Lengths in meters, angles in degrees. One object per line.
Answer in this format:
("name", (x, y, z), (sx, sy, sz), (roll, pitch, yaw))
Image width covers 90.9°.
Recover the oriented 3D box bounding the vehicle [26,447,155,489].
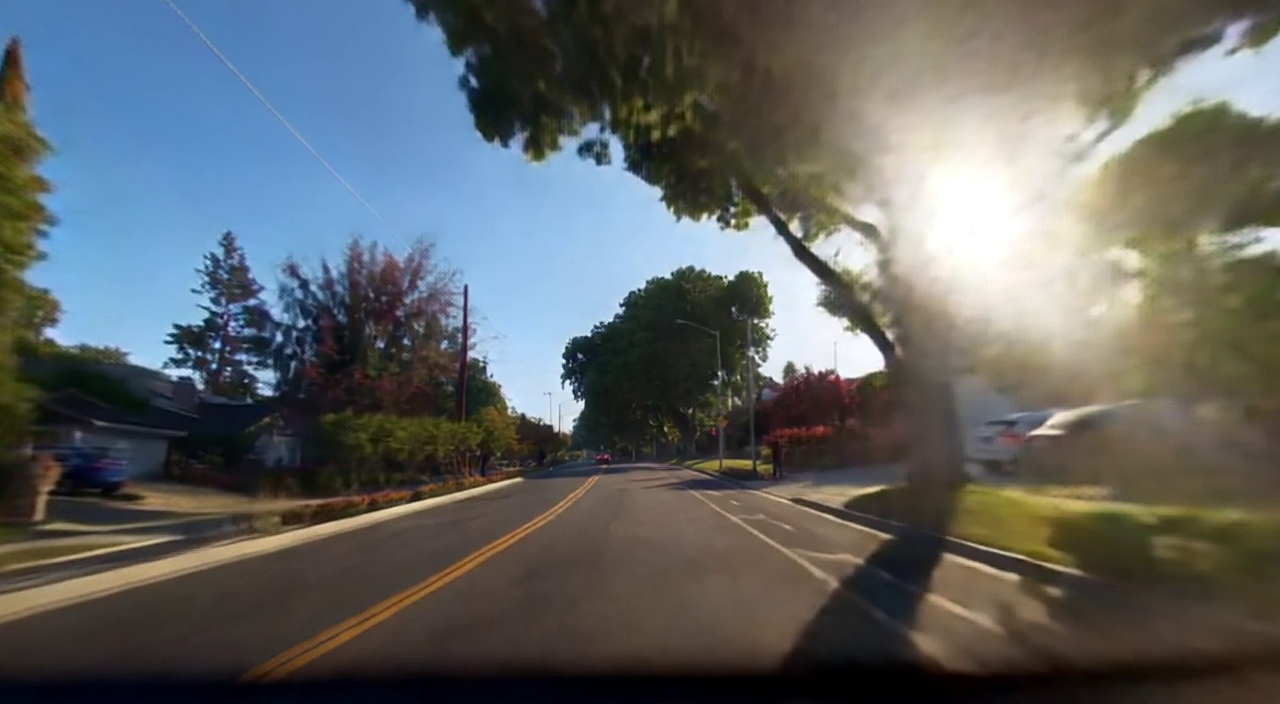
("vehicle", (-22.975, 4.820, 26.547), (1.788, 1.583, 3.789), (-1, -8, 5))
